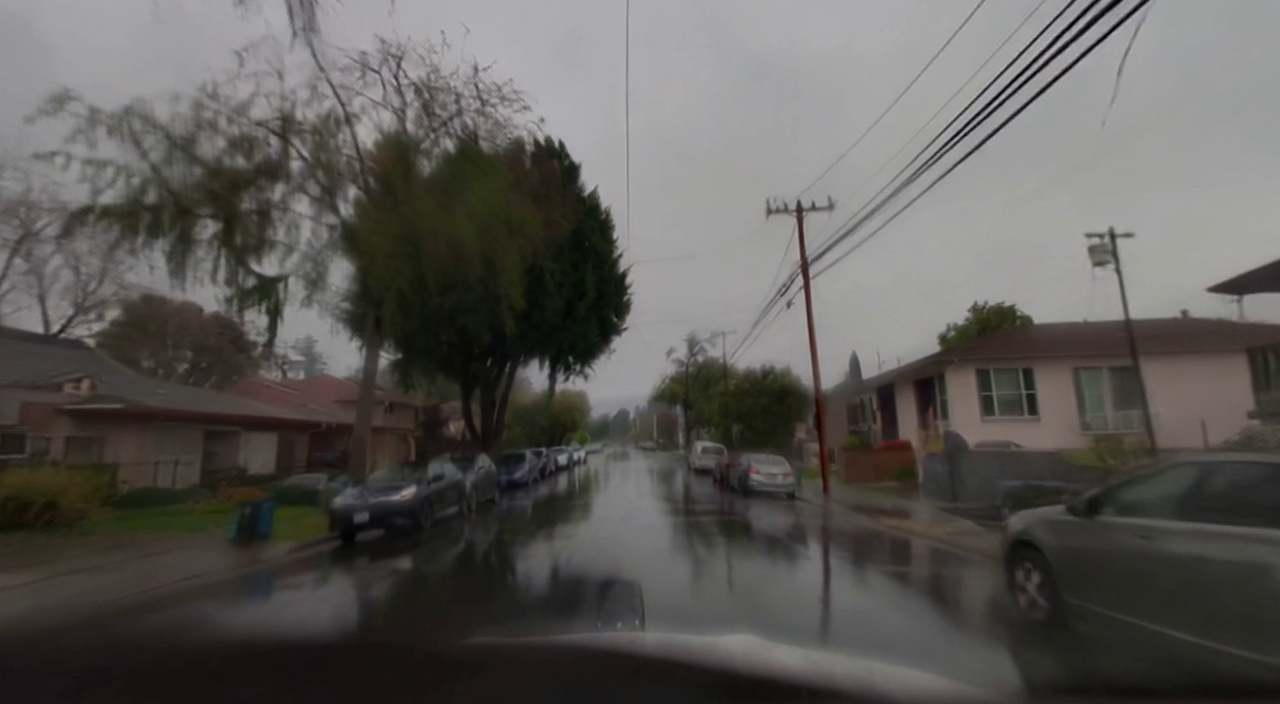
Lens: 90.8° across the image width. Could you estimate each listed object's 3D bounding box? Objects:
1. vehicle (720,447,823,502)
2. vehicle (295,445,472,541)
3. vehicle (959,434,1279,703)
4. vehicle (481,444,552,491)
[{"bbox_3d":[4.025,3.825,20.281,2.174,1.504,4.809,0,-8,-1],"label":"vehicle"},{"bbox_3d":[-5.241,2.888,13.687,2.032,1.716,4.382,0,-8,-1],"label":"vehicle"},{"bbox_3d":[4.141,1.253,3.690,2.057,1.511,4.858,-1,-10,1],"label":"vehicle"},{"bbox_3d":[-5.617,5.303,29.593,2.184,1.958,5.757,0,-8,0],"label":"vehicle"}]
